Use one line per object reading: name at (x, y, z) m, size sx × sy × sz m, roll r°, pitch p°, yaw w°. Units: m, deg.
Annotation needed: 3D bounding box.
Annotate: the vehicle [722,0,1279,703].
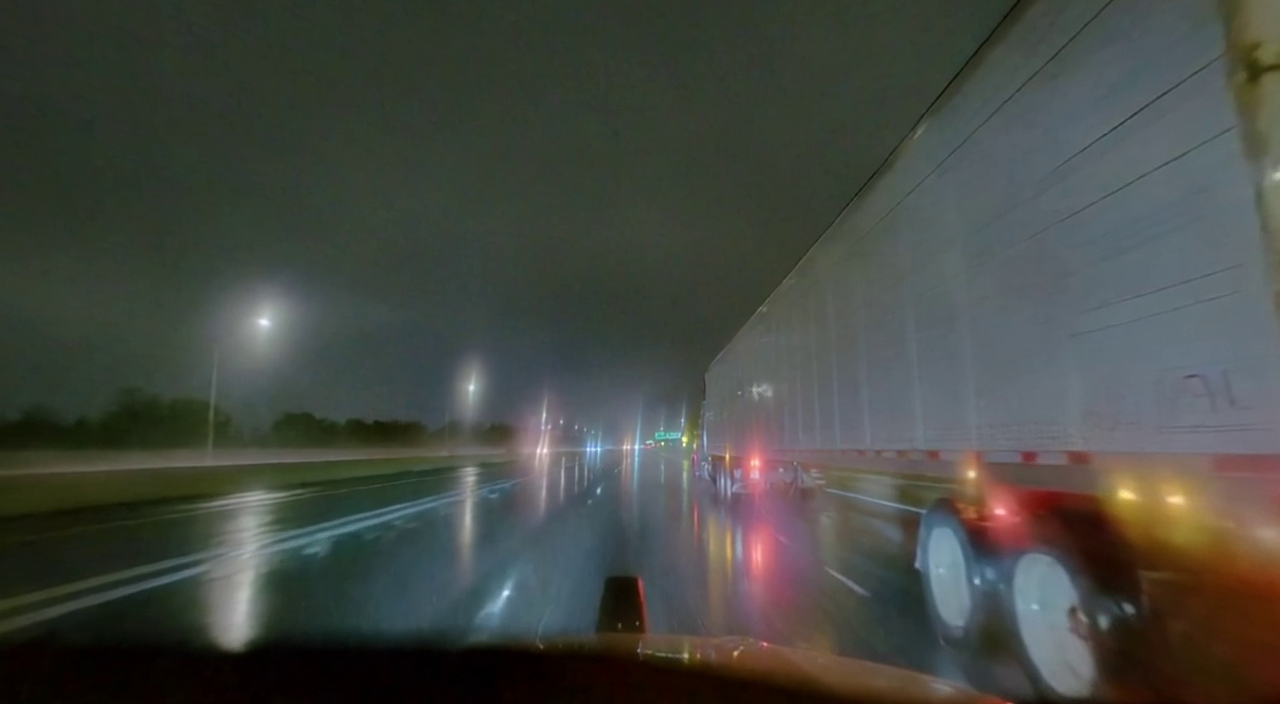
vehicle at (3.820, 0.687, 9.796) m, size 2.949 × 4.149 × 16.046 m, roll 0°, pitch -9°, yaw 0°
